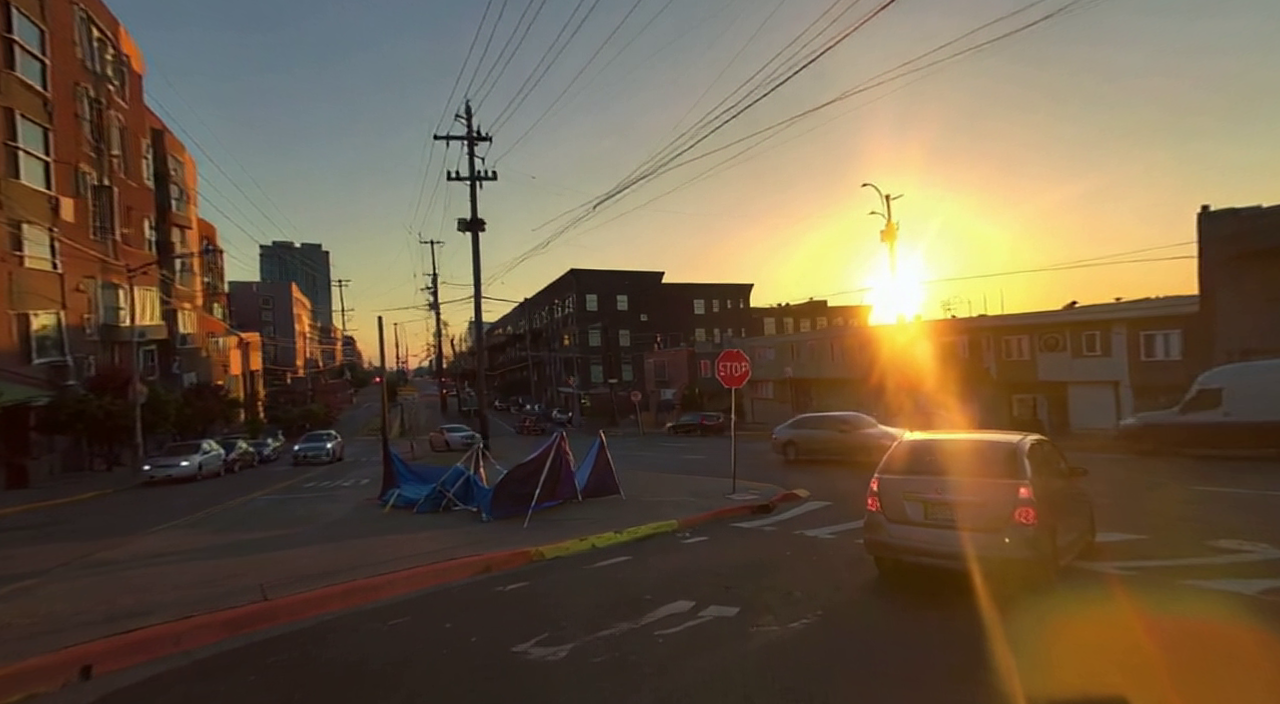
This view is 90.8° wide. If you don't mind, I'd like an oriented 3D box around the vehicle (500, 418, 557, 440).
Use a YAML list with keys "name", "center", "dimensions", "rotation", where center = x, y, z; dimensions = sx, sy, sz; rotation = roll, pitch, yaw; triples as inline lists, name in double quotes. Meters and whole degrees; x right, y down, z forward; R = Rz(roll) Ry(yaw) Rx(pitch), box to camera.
- name: "vehicle"
  center: [-8.180, 5.653, 46.140]
  dimensions: [2.089, 1.506, 4.641]
  rotation: [6, -11, -38]

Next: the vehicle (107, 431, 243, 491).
- name: "vehicle"
  center: [-15.867, 3.729, 21.967]
  dimensions: [2.054, 1.800, 5.212]
  rotation: [2, -9, -17]

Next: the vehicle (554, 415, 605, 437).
- name: "vehicle"
  center: [-4.578, 5.598, 47.396]
  dimensions: [1.768, 1.492, 4.090]
  rotation: [7, -11, -40]

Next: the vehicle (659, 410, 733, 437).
- name: "vehicle"
  center: [3.297, 4.344, 37.869]
  dimensions: [1.790, 1.468, 4.422]
  rotation: [7, -11, -39]

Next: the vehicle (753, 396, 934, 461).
- name: "vehicle"
  center: [6.915, 2.694, 22.020]
  dimensions: [2.152, 1.970, 5.506]
  rotation: [3, -8, -44]

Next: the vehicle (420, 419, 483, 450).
- name: "vehicle"
  center: [-11.029, 4.839, 36.760]
  dimensions: [1.870, 1.724, 4.320]
  rotation: [7, -11, -40]

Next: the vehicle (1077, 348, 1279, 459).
- name: "vehicle"
  center: [17.977, 1.661, 19.159]
  dimensions: [2.584, 3.075, 7.172]
  rotation: [8, -12, -44]

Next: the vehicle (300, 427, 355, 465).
- name: "vehicle"
  center: [-15.509, 4.658, 31.520]
  dimensions: [1.987, 1.686, 3.971]
  rotation: [1, -8, -19]

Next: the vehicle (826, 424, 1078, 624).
- name: "vehicle"
  center: [3.943, 1.767, 7.581]
  dimensions: [1.945, 1.647, 4.160]
  rotation: [-6, -10, 35]
